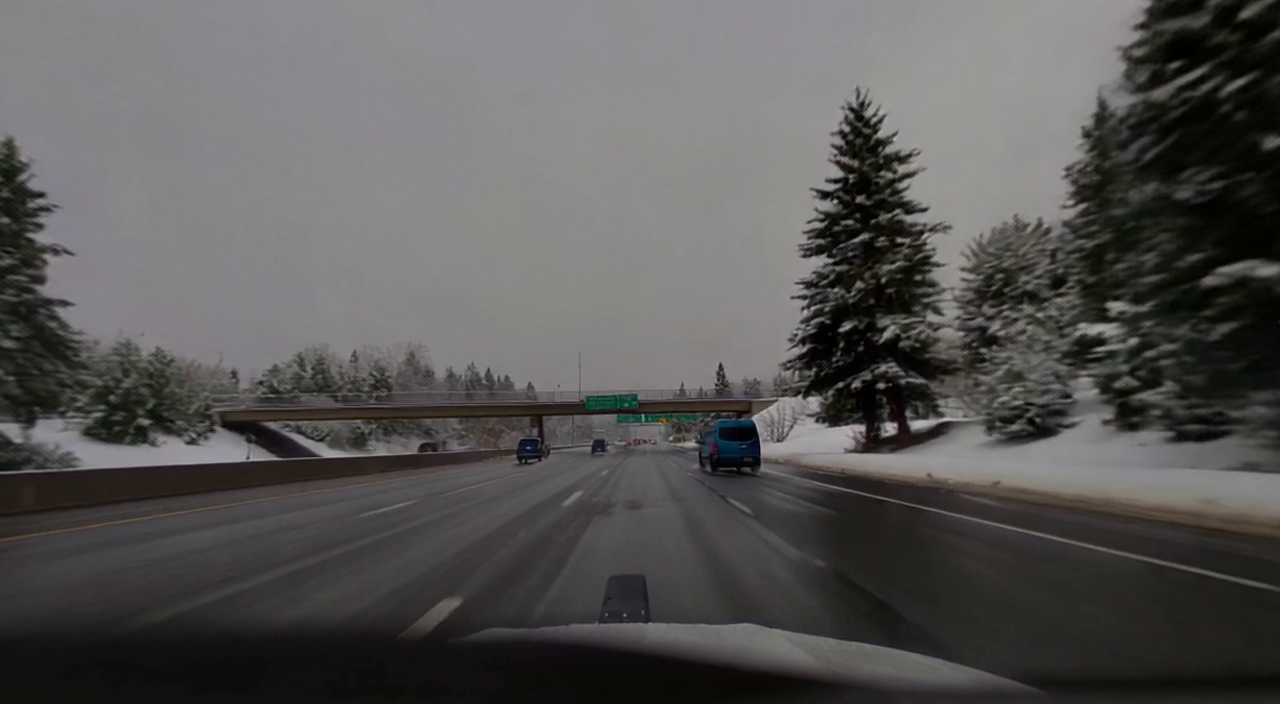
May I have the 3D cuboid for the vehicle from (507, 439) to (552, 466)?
[{"bbox_3d":[-7.261,6.630,41.796,2.068,1.632,4.623,0,-8,1],"label":"vehicle"}]

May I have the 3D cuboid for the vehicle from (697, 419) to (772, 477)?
[{"bbox_3d":[3.932,4.154,27.393,2.347,2.234,5.352,0,-8,-1],"label":"vehicle"}]
